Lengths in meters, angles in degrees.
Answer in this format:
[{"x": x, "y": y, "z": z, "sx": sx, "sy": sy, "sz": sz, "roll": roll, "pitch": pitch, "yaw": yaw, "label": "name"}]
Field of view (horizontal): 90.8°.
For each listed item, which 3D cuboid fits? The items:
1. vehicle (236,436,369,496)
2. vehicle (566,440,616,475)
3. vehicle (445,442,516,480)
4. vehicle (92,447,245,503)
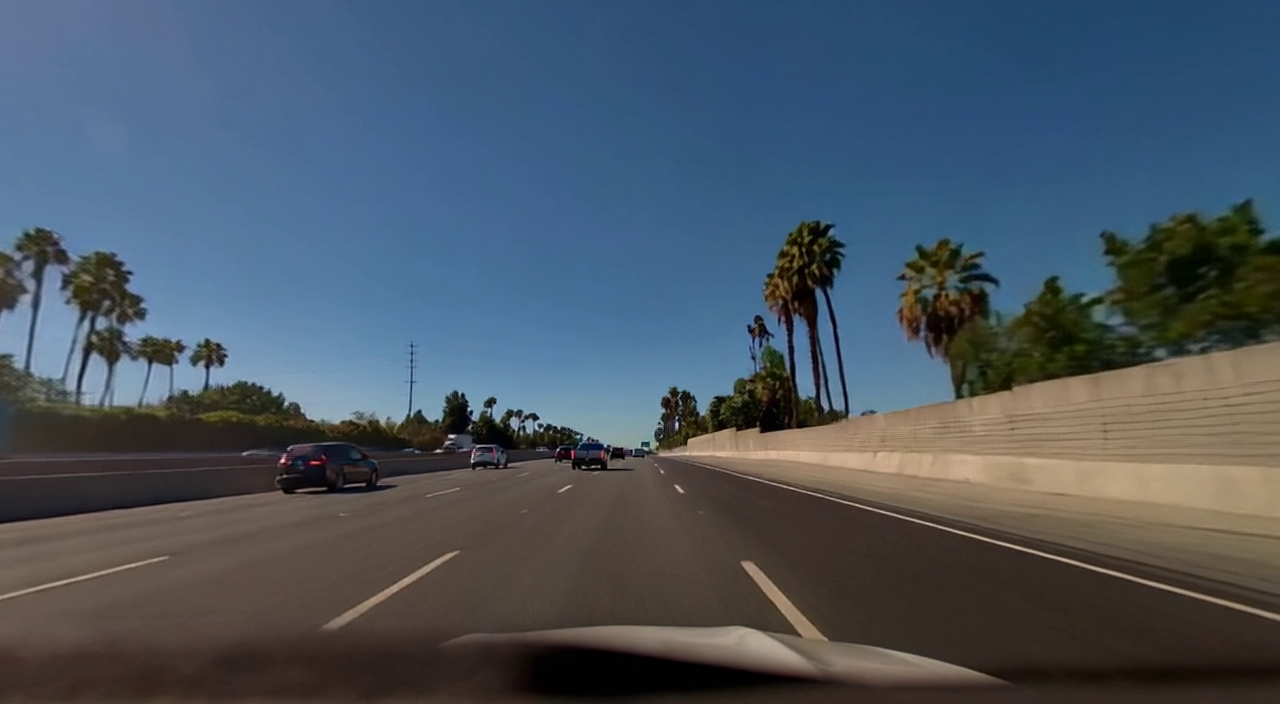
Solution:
[{"x": -11.884, "y": 4.005, "z": 22.724, "sx": 1.986, "sy": 1.875, "sz": 4.902, "roll": -1, "pitch": -8, "yaw": 1, "label": "vehicle"}, {"x": -2.424, "y": 5.365, "z": 32.401, "sx": 2.201, "sy": 1.672, "sz": 4.128, "roll": -1, "pitch": -8, "yaw": 0, "label": "vehicle"}, {"x": -7.625, "y": 5.227, "z": 30.649, "sx": 2.204, "sy": 1.677, "sz": 4.438, "roll": -1, "pitch": -8, "yaw": 1, "label": "vehicle"}, {"x": -15.890, "y": 4.107, "z": 21.627, "sx": 1.836, "sy": 1.662, "sz": 4.317, "roll": -1, "pitch": -8, "yaw": 1, "label": "vehicle"}]
